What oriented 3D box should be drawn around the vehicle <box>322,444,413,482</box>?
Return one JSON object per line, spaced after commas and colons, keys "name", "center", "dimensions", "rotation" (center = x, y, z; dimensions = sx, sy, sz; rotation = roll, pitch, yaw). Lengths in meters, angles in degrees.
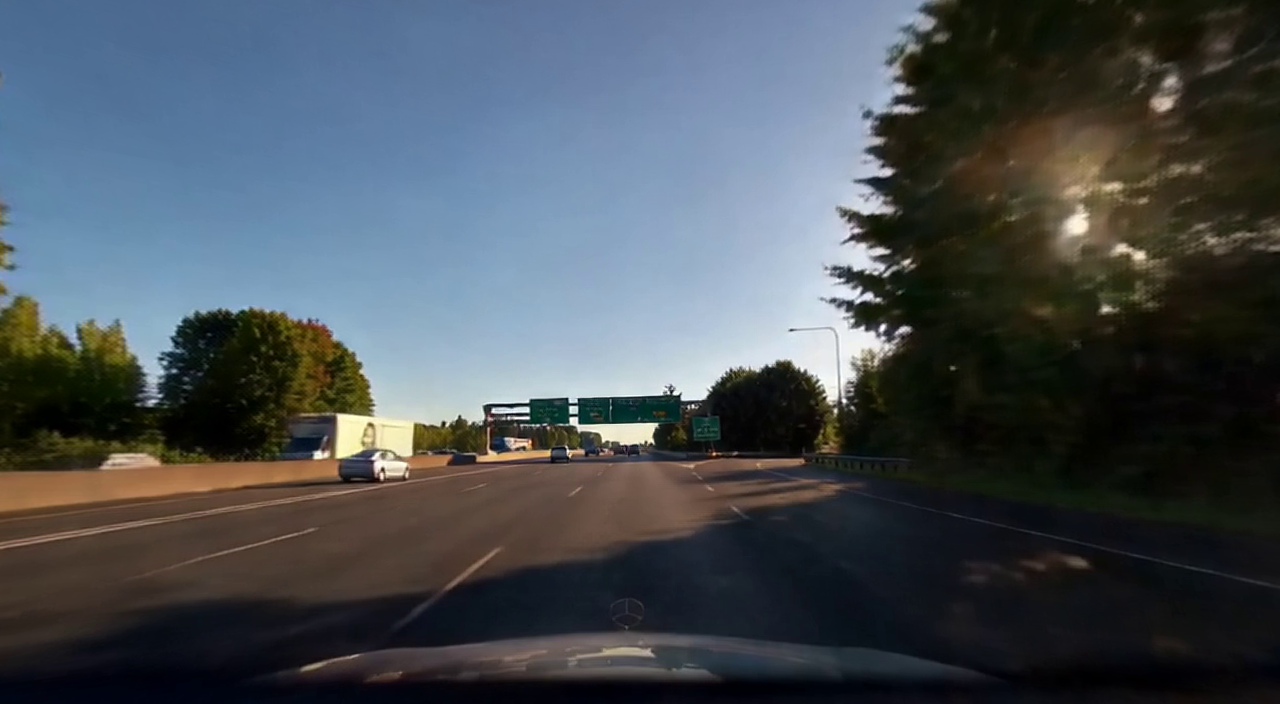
{"name": "vehicle", "center": [-11.528, 4.700, 27.045], "dimensions": [1.981, 1.503, 4.207], "rotation": [0, -9, 1]}
